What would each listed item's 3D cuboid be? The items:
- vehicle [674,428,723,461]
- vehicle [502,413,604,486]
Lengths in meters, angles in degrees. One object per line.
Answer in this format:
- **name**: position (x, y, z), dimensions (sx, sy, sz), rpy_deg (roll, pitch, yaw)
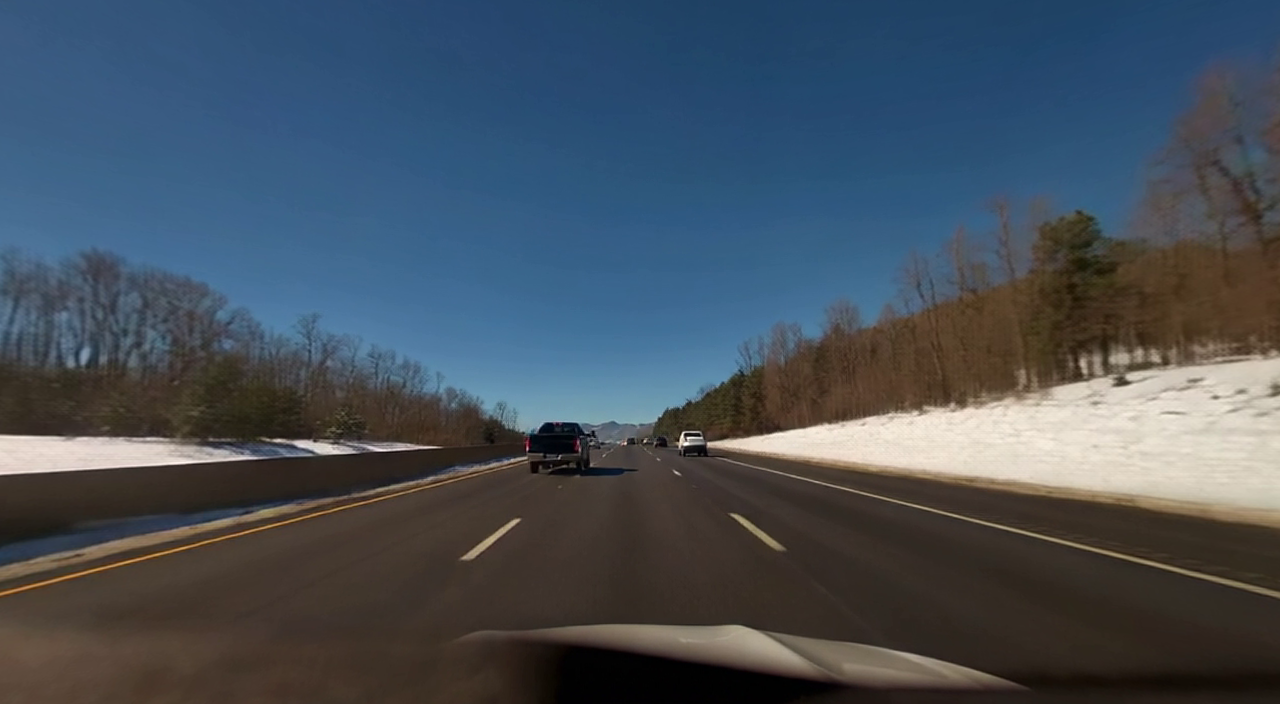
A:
- **vehicle**: position (3.140, 5.049, 34.517), dimensions (2.124, 1.696, 4.173), rpy_deg (0, -8, -2)
- **vehicle**: position (-2.257, 2.692, 17.716), dimensions (2.185, 1.772, 4.656), rpy_deg (0, -8, 0)
